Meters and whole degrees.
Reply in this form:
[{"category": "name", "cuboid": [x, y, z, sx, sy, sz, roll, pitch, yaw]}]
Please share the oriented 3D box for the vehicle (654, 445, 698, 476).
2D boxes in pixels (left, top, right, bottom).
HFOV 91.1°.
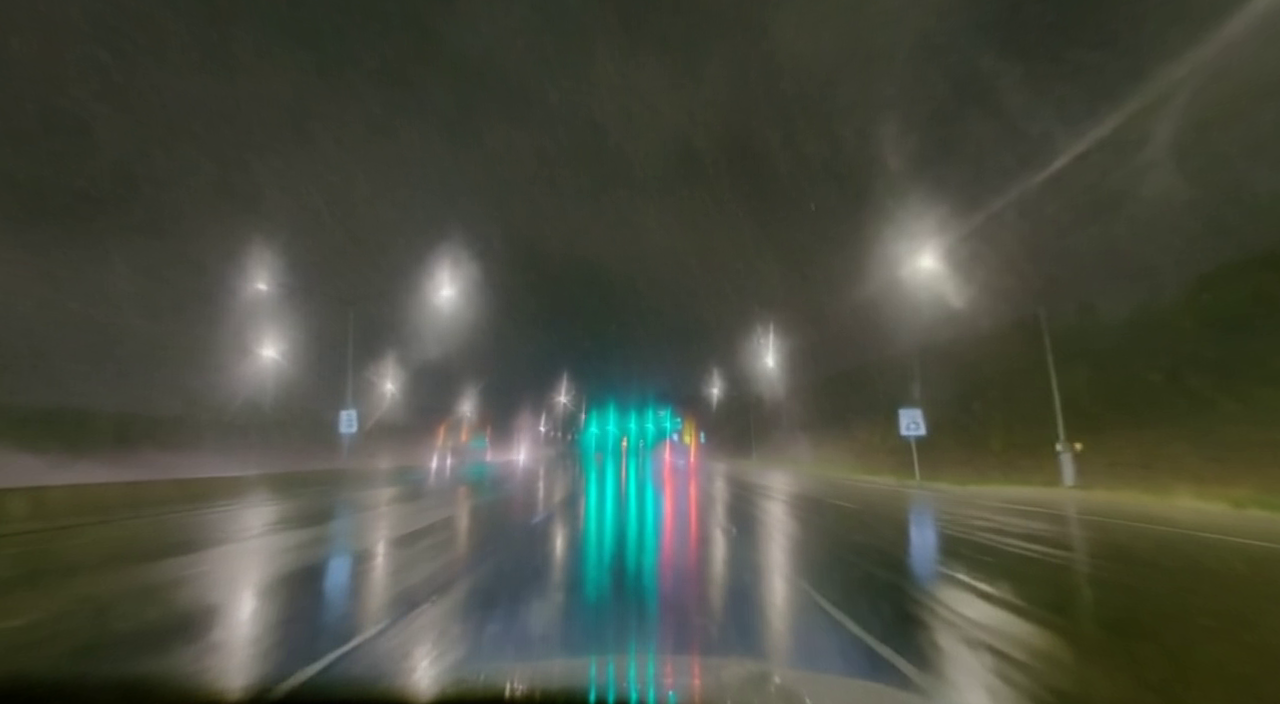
[{"category": "vehicle", "cuboid": [1.818, 5.631, 32.849, 2.055, 1.501, 4.321, 0, -9, 0]}]
